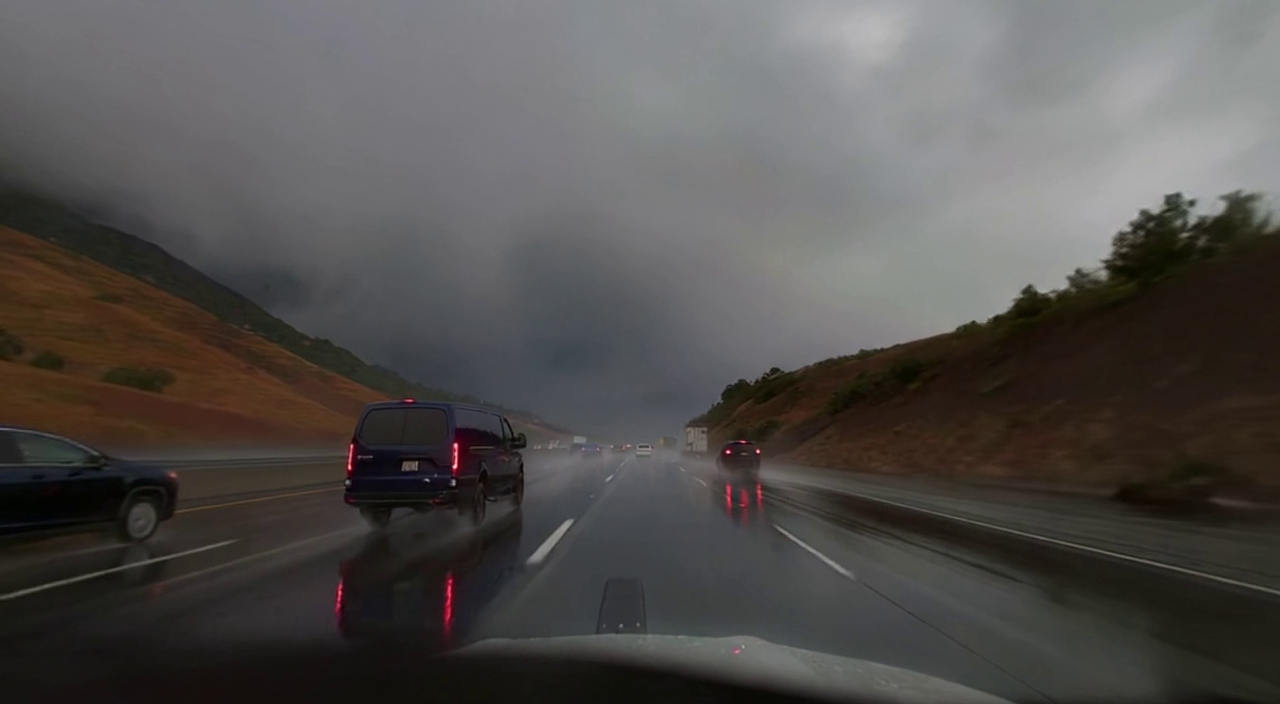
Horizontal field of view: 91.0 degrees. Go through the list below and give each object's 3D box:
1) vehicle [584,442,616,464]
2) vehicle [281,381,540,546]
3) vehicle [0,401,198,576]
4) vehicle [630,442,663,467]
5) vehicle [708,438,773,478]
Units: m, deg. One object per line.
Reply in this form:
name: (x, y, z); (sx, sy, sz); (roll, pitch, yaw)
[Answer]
vehicle: (-3.042, 7.791, 48.489); (2.138, 1.581, 4.340); (0, -9, 0)
vehicle: (-3.543, 1.937, 11.415); (2.421, 2.203, 5.775); (0, -9, 1)
vehicle: (-7.390, 1.392, 6.493); (2.054, 1.715, 4.928); (0, -9, 0)
vehicle: (0.415, 6.740, 41.469); (2.014, 1.543, 3.804); (0, -9, 0)
vehicle: (4.249, 4.556, 27.258); (2.051, 1.598, 4.145); (0, -9, -1)
